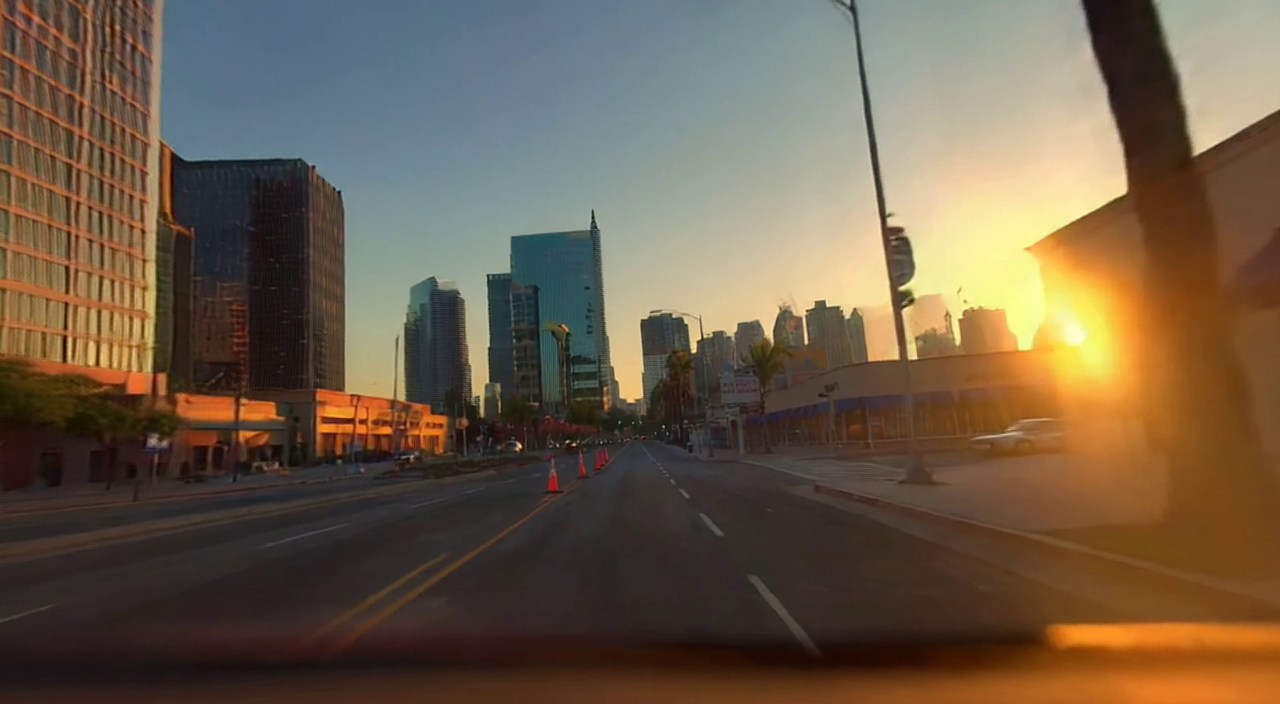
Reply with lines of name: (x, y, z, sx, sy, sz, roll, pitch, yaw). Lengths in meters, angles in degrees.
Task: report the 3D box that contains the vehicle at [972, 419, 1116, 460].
vehicle: (16.386, 3.553, 25.664, 5.091, 1.528, 1.972, 2, -9, -16)
